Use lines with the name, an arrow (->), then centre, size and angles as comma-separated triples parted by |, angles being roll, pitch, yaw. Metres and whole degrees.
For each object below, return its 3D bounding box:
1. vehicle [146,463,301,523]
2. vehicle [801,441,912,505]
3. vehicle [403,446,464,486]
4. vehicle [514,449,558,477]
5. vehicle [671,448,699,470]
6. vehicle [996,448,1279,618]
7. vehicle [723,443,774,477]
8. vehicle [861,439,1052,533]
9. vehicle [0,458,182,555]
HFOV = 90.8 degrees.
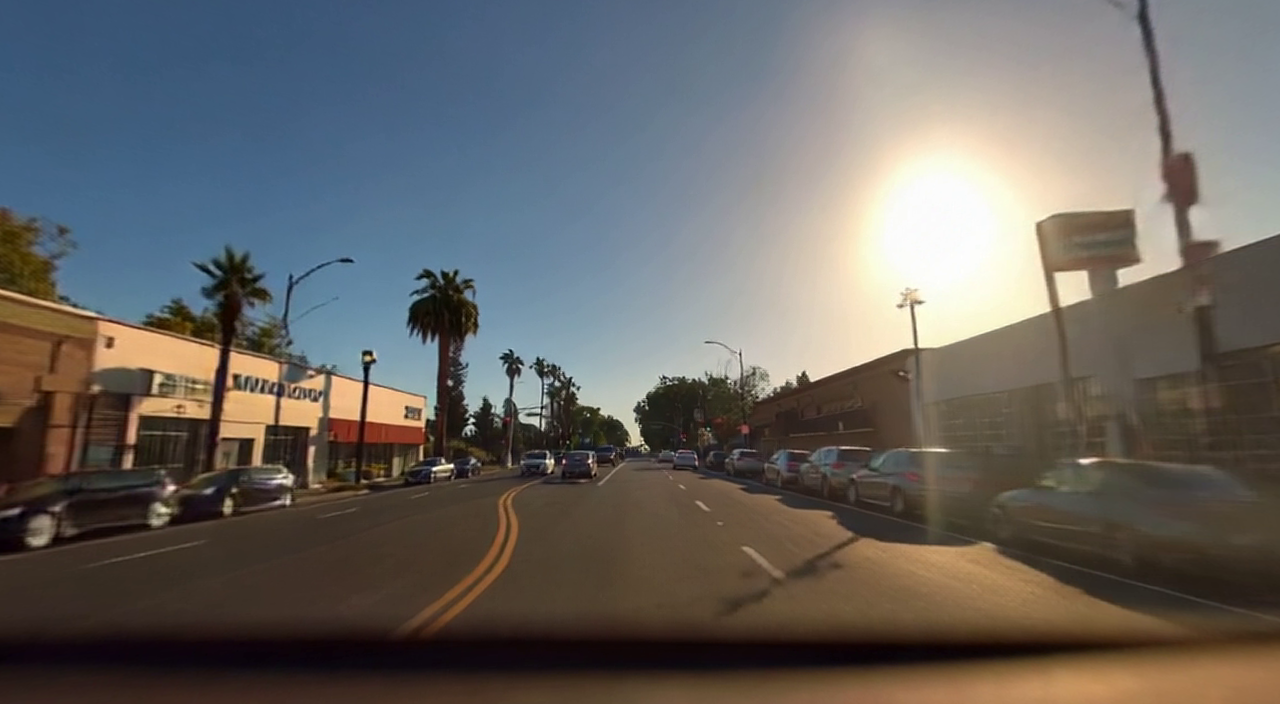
vehicle -> -12.649, 4.275, 19.629 | 1.838, 1.515, 4.432 | 0, -9, -1
vehicle -> 6.568, 3.697, 19.753 | 1.846, 1.739, 4.525 | 0, -9, 0
vehicle -> -12.510, 7.052, 38.606 | 2.217, 1.976, 4.738 | -1, -15, -2
vehicle -> -6.201, 6.654, 38.149 | 2.010, 1.538, 3.871 | 0, -9, 0
vehicle -> 3.239, 7.798, 46.107 | 1.896, 1.501, 3.625 | 0, -9, 1
vehicle -> 6.650, 1.947, 7.728 | 1.831, 1.504, 4.498 | 0, -9, -2
vehicle -> 6.560, 6.591, 38.841 | 2.128, 1.887, 5.602 | 0, -9, 0
vehicle -> 6.577, 2.788, 13.809 | 1.861, 1.695, 4.283 | 0, -9, -1
vehicle -> -12.655, 3.296, 13.500 | 1.975, 1.570, 5.265 | -8, -7, -3
